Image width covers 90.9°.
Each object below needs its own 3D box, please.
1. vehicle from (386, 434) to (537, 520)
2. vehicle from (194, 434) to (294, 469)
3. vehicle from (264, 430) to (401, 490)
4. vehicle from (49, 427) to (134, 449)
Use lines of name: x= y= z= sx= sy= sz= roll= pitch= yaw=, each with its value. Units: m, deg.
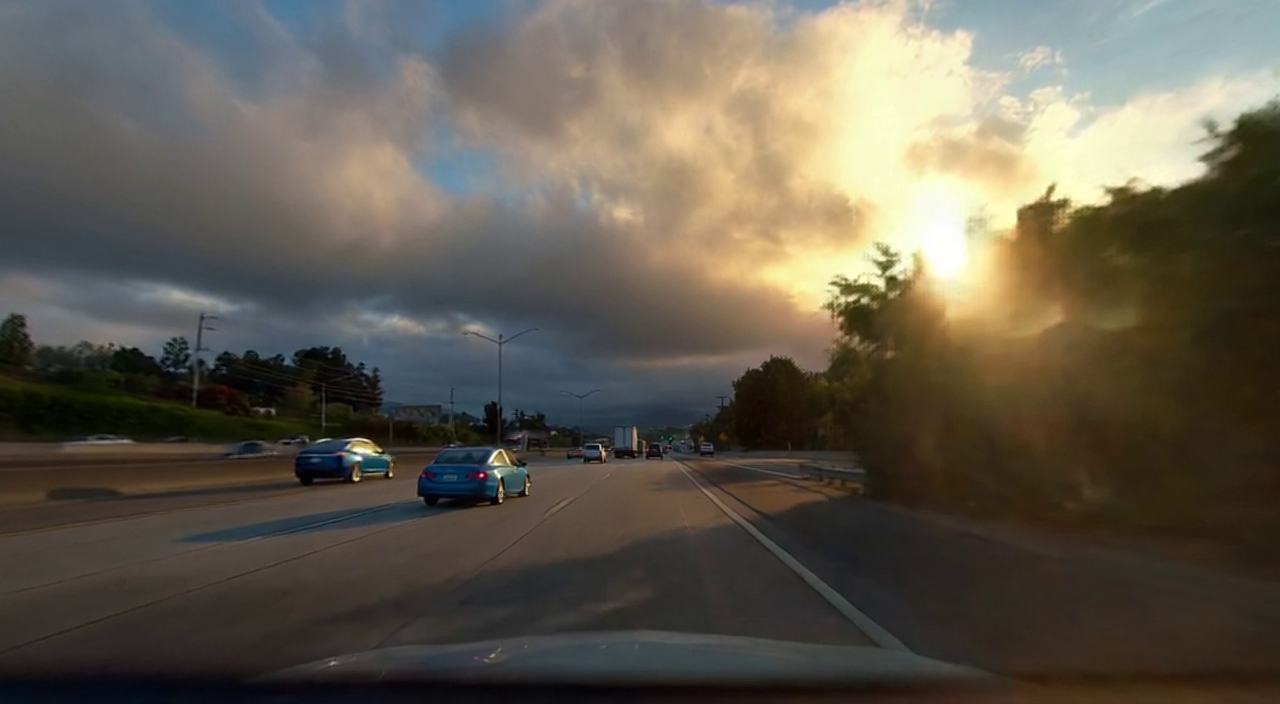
vehicle: x=-3.486 y=2.501 z=13.117 sx=1.953 sy=1.511 sz=3.704 roll=0 pitch=-8 yaw=1
vehicle: x=-24.470 y=6.174 z=39.323 sx=2.207 sy=2.002 sz=5.996 roll=0 pitch=-8 yaw=1
vehicle: x=-10.303 y=3.643 z=21.692 sx=2.044 sy=1.810 sz=5.016 roll=0 pitch=-8 yaw=2
vehicle: x=-40.263 y=6.355 z=46.439 sx=1.878 sy=1.527 sz=4.802 roll=0 pitch=-8 yaw=1
